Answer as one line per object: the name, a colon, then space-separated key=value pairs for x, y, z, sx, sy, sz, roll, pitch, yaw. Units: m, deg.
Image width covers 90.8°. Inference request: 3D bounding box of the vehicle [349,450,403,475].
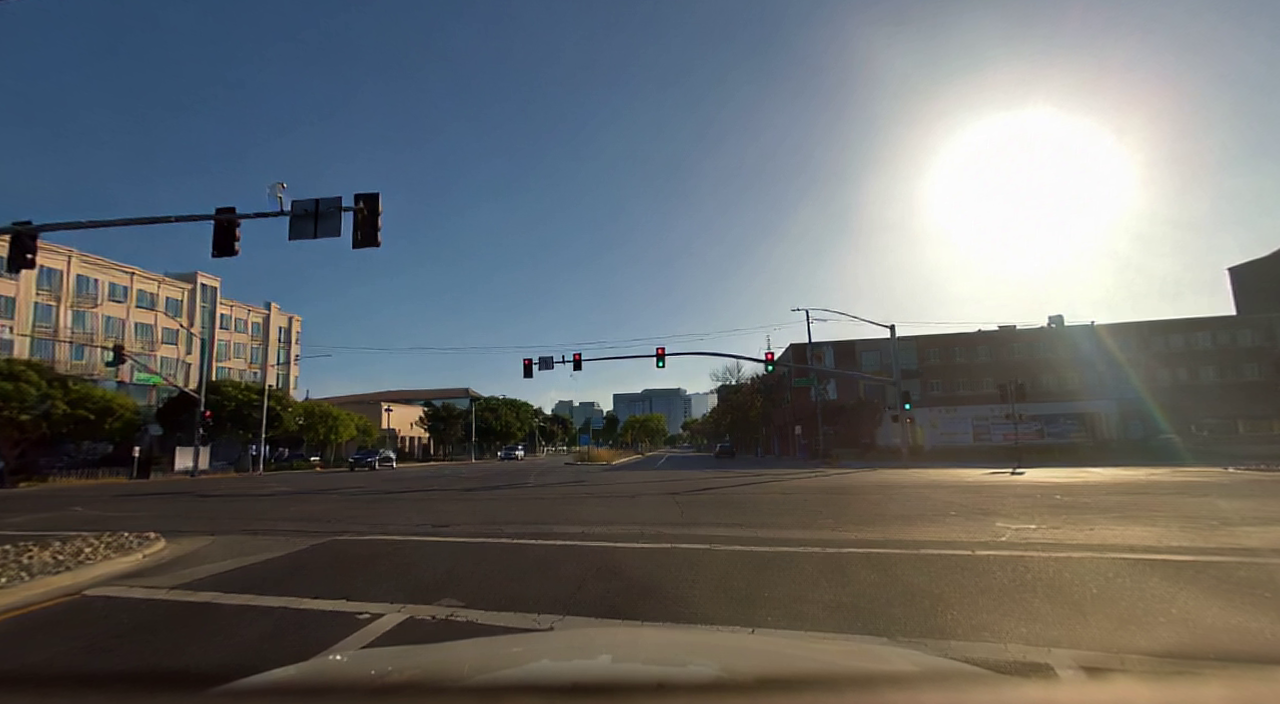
vehicle: x=-18.823 y=7.848 z=45.226 sx=1.933 sy=1.664 sz=4.255 roll=0 pitch=-9 yaw=1
